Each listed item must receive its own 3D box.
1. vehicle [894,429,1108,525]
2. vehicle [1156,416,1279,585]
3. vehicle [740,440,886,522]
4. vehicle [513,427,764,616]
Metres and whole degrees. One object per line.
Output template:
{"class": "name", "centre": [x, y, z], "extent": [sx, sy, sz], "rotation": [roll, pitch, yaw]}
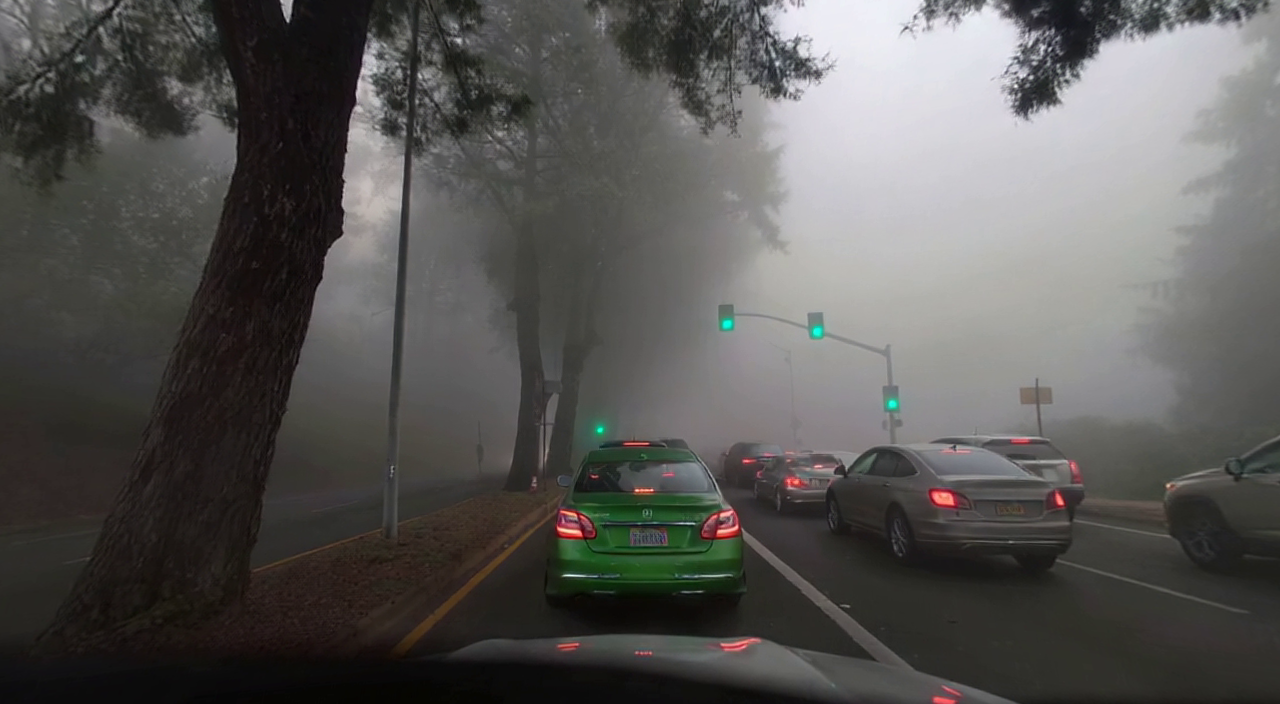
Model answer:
{"class": "vehicle", "centre": [7.020, 2.464, 12.892], "extent": [1.923, 1.611, 4.094], "rotation": [0, -9, 0]}
{"class": "vehicle", "centre": [6.935, 1.341, 5.574], "extent": [1.783, 1.572, 3.421], "rotation": [0, -9, 1]}
{"class": "vehicle", "centre": [3.535, 2.719, 13.816], "extent": [1.934, 1.494, 4.446], "rotation": [0, -9, 0]}
{"class": "vehicle", "centre": [0.012, 1.681, 7.097], "extent": [2.015, 1.502, 3.898], "rotation": [0, -9, 1]}
